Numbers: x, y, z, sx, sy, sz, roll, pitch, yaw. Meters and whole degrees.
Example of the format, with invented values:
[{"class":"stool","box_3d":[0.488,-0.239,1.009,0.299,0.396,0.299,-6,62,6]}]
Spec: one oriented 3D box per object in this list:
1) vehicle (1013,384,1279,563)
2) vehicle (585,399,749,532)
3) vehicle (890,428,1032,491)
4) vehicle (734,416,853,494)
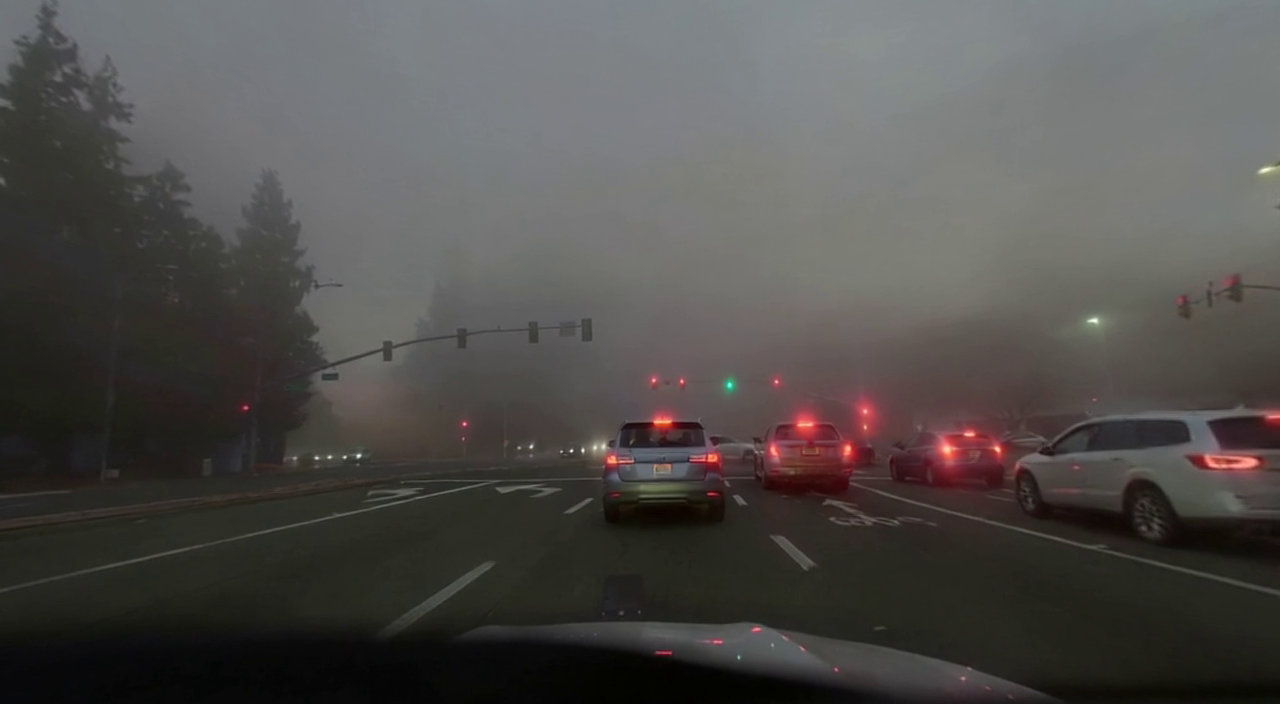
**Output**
[{"class":"vehicle","box_3d":[7.428,1.533,8.580,2.074,1.791,4.393,0,-9,1]},{"class":"vehicle","box_3d":[0.368,1.859,10.743,2.211,1.795,4.179,0,-9,0]},{"class":"vehicle","box_3d":[8.451,2.874,17.130,1.862,1.471,4.297,-1,-9,4]},{"class":"vehicle","box_3d":[3.920,2.748,17.070,2.188,1.774,4.646,-1,-9,2]}]
